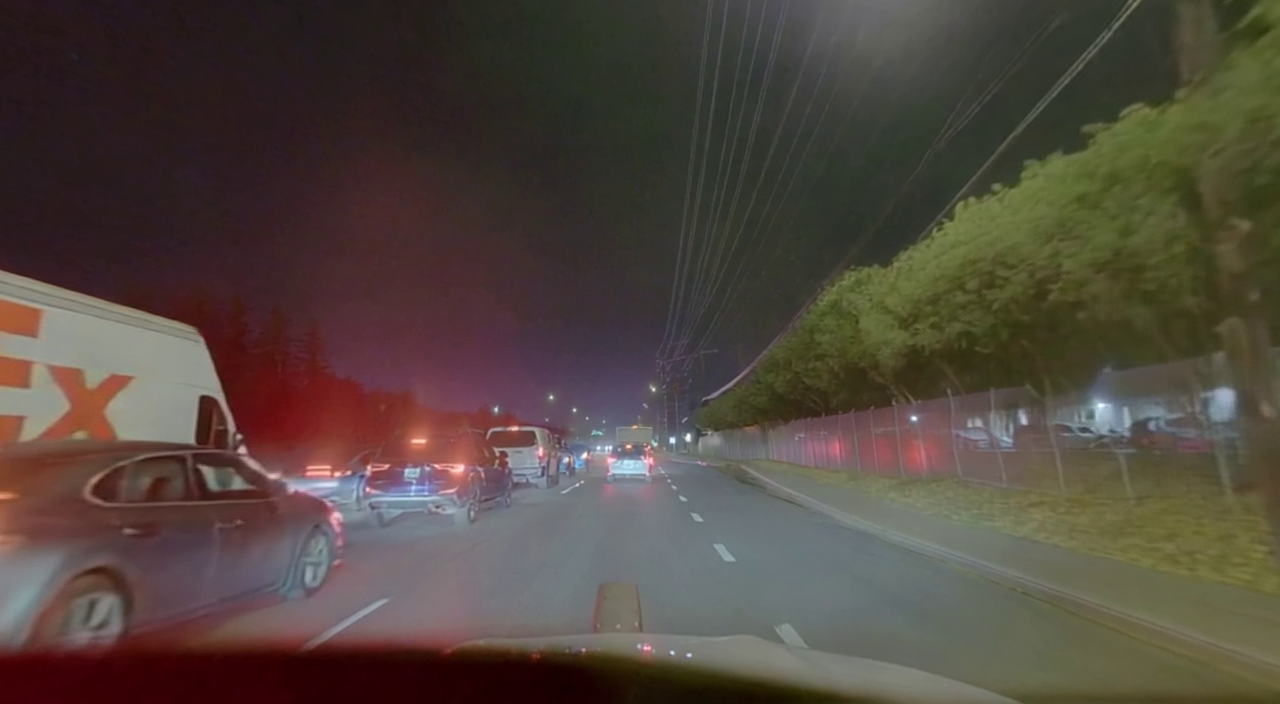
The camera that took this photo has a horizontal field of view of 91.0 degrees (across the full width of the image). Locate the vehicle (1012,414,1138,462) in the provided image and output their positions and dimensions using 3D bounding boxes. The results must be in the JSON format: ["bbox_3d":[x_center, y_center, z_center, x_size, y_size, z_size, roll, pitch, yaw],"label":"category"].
[{"bbox_3d":[32.779,6.568,47.670,7.142,3.385,2.919,0,-10,2],"label":"vehicle"}]

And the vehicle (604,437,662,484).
[{"bbox_3d":[-0.267,4.210,24.748,2.055,1.671,4.147,0,-9,-1],"label":"vehicle"}]

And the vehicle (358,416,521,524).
[{"bbox_3d":[-3.928,2.409,13.313,1.956,1.865,4.624,0,-9,-1],"label":"vehicle"}]

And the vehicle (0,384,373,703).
[{"bbox_3d":[-3.947,1.242,4.657,2.014,1.637,4.382,0,-9,0],"label":"vehicle"}]

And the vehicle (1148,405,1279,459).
[{"bbox_3d":[40.522,5.570,43.779,7.613,2.990,2.868,-5,-8,-2],"label":"vehicle"}]
